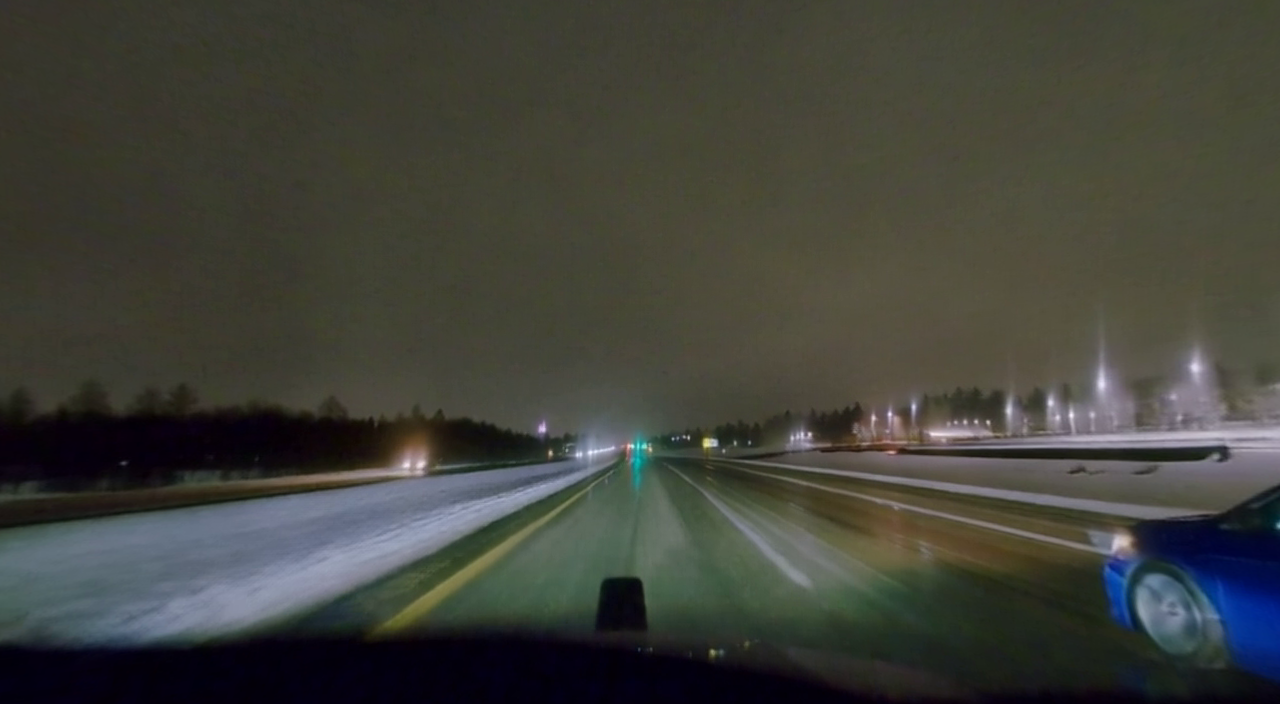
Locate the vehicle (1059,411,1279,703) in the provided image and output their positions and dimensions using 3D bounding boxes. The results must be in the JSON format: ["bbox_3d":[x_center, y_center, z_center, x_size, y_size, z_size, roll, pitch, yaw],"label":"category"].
[{"bbox_3d":[4.257,0.929,2.390,2.053,1.490,4.799,0,-8,0],"label":"vehicle"}]
